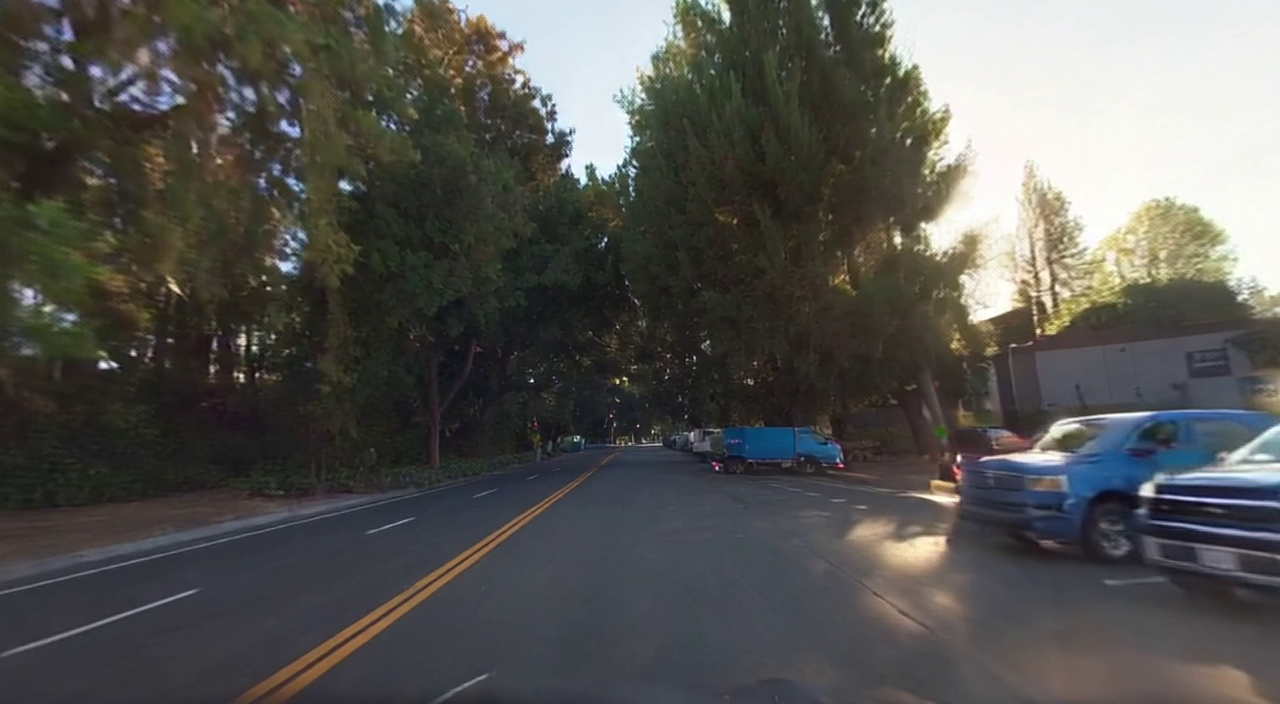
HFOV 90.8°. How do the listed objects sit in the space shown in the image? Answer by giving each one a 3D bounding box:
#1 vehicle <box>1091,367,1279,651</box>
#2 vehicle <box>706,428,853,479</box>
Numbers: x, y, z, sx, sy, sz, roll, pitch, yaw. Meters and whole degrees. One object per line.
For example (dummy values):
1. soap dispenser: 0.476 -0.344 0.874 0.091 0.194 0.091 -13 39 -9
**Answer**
1. vehicle: 6.712 1.130 4.824 4.937 1.879 2.156 0 -8 -4
2. vehicle: 5.944 4.419 27.682 5.797 2.070 2.502 0 -8 -1
